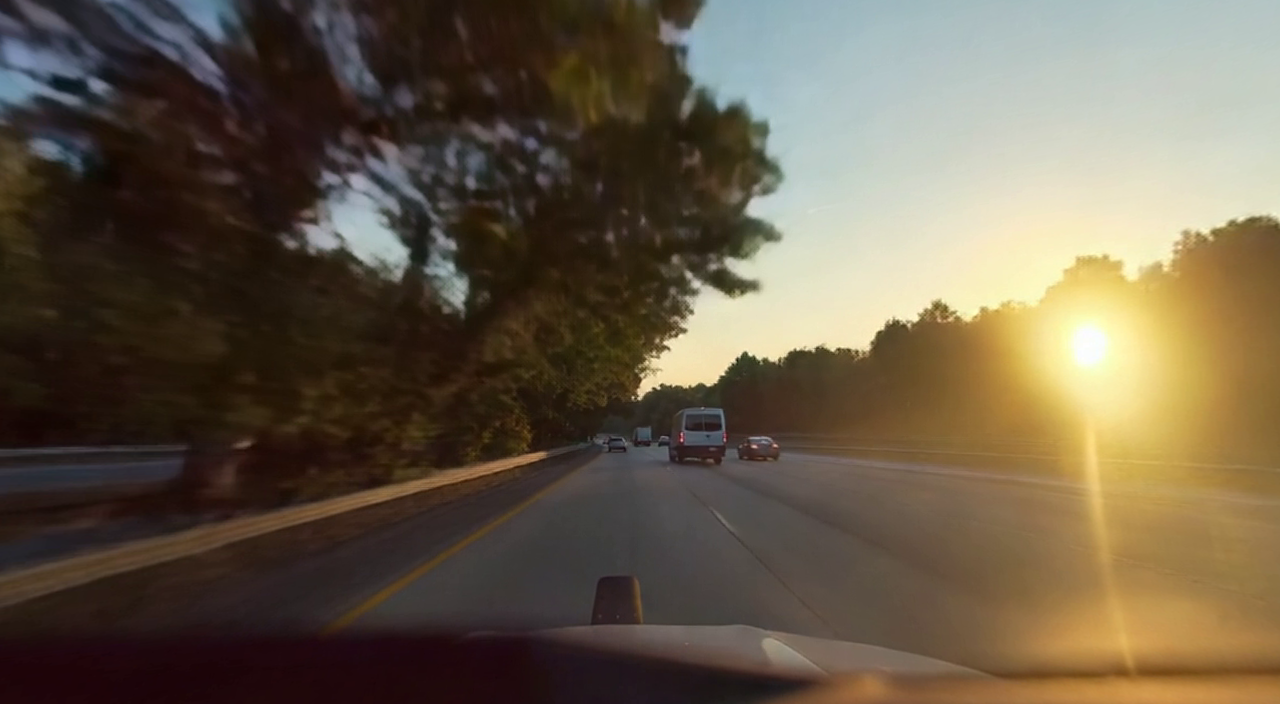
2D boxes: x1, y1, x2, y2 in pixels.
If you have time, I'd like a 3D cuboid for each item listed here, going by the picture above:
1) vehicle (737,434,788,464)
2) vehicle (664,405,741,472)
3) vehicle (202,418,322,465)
[{"bbox_3d":[6.438,5.120,33.595,1.821,1.468,3.805,0,-8,-2],"label":"vehicle"},{"bbox_3d":[2.452,3.616,26.515,2.436,2.521,5.409,0,-8,-3],"label":"vehicle"},{"bbox_3d":[-13.954,3.326,23.602,1.854,1.557,4.257,0,-8,0],"label":"vehicle"}]
